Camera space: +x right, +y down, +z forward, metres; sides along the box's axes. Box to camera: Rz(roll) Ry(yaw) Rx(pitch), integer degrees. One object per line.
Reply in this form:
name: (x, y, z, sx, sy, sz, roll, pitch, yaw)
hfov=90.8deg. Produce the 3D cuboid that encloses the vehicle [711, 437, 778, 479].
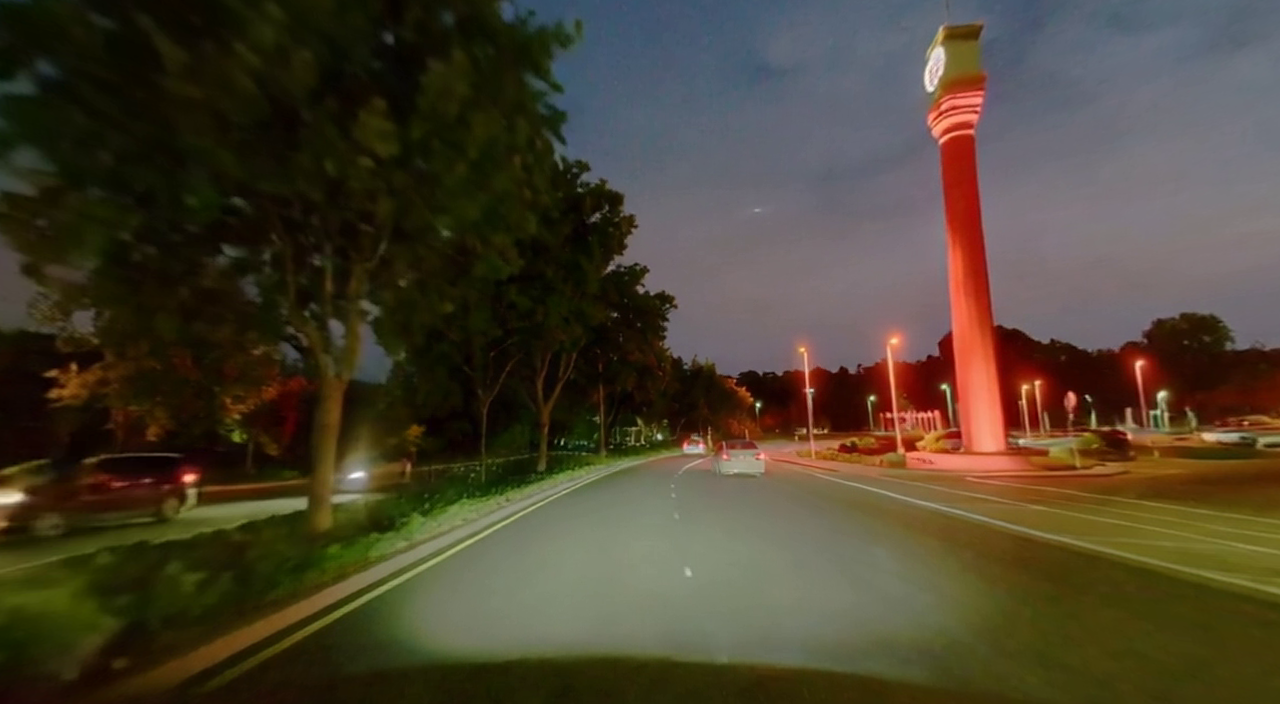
vehicle: (4.060, 4.205, 25.280, 2.132, 1.497, 4.827, -1, -9, 4)

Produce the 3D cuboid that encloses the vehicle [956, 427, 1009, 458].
vehicle: (21.936, 5.836, 40.662, 2.406, 1.847, 5.320, -4, -9, 23)

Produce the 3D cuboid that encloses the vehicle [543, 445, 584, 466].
vehicle: (-5.719, 7.746, 47.611, 1.961, 1.468, 4.396, -2, -9, 9)

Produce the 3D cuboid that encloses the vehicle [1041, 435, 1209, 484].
vehicle: (17.556, 3.962, 23.190, 4.512, 1.561, 1.846, -8, -11, 28)

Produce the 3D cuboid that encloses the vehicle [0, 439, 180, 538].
vehicle: (-12.279, 2.723, 13.154, 1.951, 1.731, 4.440, -1, -9, 1)

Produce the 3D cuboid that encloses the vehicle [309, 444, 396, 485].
vehicle: (-13.220, 5.175, 29.301, 1.778, 1.647, 4.072, -3, -8, 6)

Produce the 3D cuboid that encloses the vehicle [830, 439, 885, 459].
vehicle: (16.828, 7.529, 48.864, 3.655, 1.464, 1.759, -5, -10, 28)

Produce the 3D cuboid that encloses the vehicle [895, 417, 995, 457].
vehicle: (22.223, 6.258, 46.159, 6.303, 2.740, 2.215, -5, -9, 28)
